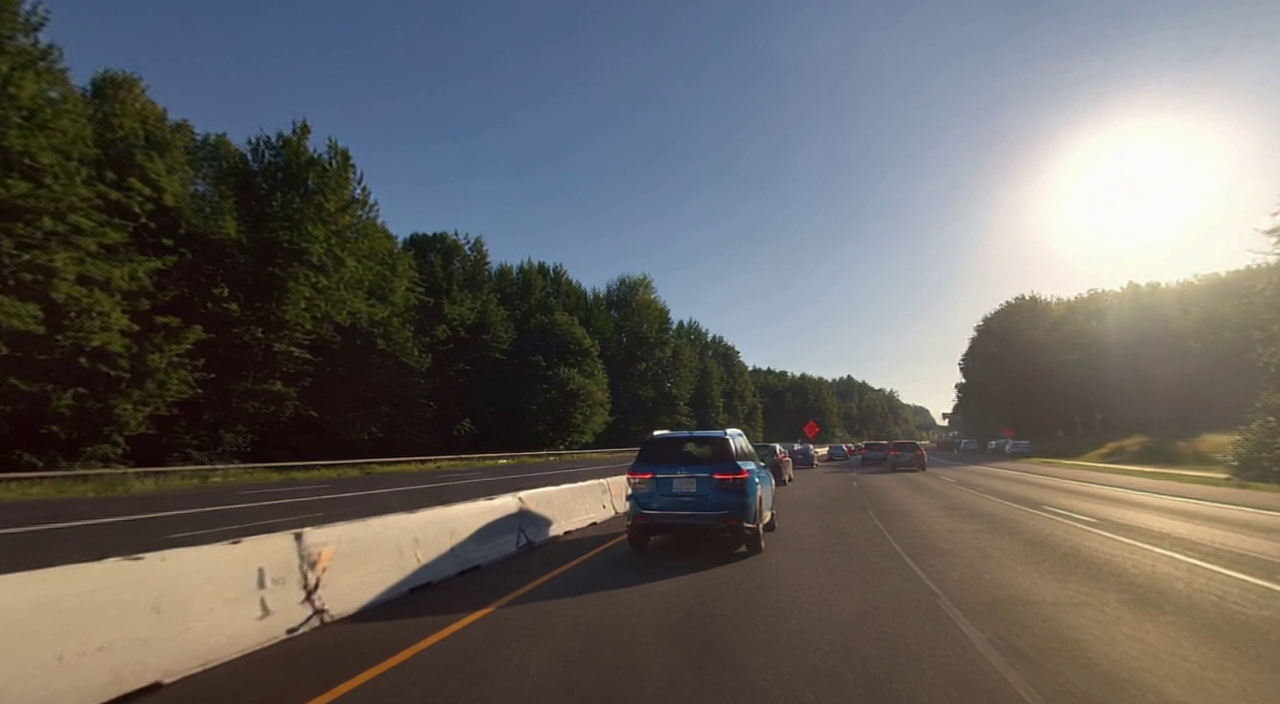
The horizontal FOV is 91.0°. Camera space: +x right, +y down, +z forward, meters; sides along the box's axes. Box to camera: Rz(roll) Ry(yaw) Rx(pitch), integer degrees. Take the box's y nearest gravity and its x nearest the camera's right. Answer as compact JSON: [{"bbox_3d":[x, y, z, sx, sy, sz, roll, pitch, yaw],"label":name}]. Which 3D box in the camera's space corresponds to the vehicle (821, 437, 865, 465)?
[{"bbox_3d":[12.308,6.027,38.353,1.857,1.584,3.976,-1,-8,9],"label":"vehicle"}]

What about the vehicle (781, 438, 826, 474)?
[{"bbox_3d":[7.190,4.561,27.740,1.755,1.457,3.686,-2,-8,14],"label":"vehicle"}]

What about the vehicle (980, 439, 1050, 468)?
[{"bbox_3d":[20.239,5.474,34.221,1.990,1.478,4.475,-2,-8,14],"label":"vehicle"}]

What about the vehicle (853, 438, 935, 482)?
[{"bbox_3d":[9.254,3.940,23.325,1.962,1.442,4.536,-2,-8,11],"label":"vehicle"}]

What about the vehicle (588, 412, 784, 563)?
[{"bbox_3d":[0.918,1.802,9.161,2.021,1.635,4.085,-2,-9,16],"label":"vehicle"}]
